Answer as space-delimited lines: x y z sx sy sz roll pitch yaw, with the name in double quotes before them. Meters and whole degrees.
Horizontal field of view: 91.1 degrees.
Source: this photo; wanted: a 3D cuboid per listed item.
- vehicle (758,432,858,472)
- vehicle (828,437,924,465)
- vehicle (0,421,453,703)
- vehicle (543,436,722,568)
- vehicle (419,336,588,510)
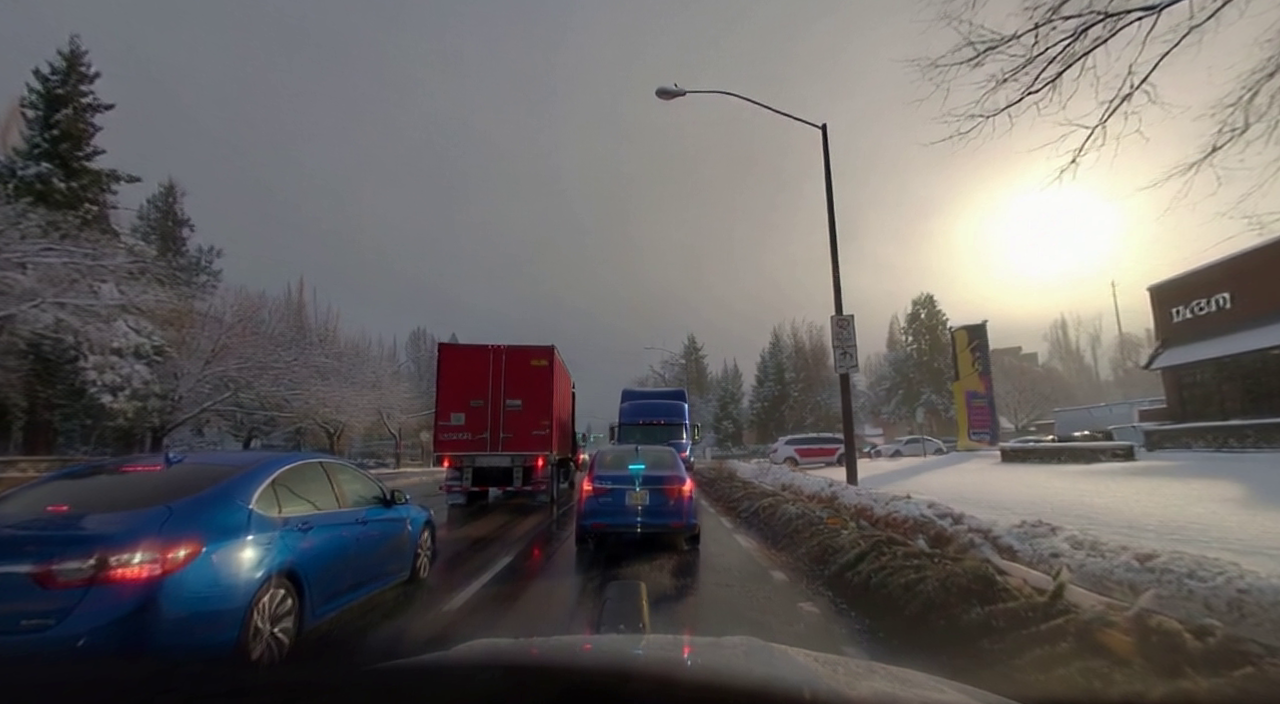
"vehicle" 8.390 5.047 31.842 2.061 1.845 4.829 5 -10 -29
"vehicle" 13.072 5.521 35.027 4.574 1.478 1.880 0 -9 3
"vehicle" -3.066 1.346 4.731 1.969 1.471 4.378 0 -9 0
"vehicle" -0.115 2.046 9.384 2.067 1.506 4.118 0 -9 -1
"vehicle" -3.258 2.047 17.319 3.020 3.800 7.105 0 -9 0
